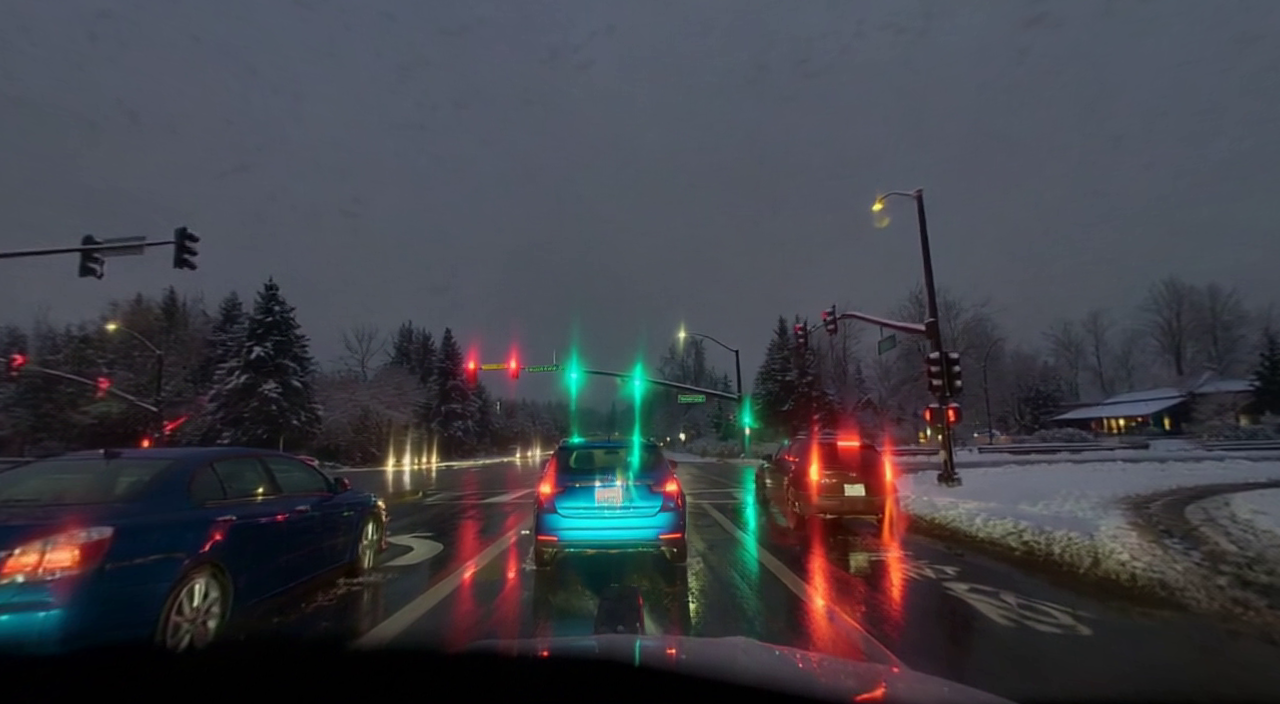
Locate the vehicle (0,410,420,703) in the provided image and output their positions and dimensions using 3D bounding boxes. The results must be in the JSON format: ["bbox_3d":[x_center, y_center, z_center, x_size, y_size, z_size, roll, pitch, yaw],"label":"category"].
[{"bbox_3d":[-3.577,1.326,5.024,2.052,1.472,4.479,0,-8,0],"label":"vehicle"}]

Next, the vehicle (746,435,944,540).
[{"bbox_3d":[3.274,2.249,11.209,1.970,1.449,4.433,0,-8,-1],"label":"vehicle"}]

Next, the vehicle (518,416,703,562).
[{"bbox_3d":[-0.344,1.802,8.978,2.038,1.599,3.844,0,-8,-1],"label":"vehicle"}]
